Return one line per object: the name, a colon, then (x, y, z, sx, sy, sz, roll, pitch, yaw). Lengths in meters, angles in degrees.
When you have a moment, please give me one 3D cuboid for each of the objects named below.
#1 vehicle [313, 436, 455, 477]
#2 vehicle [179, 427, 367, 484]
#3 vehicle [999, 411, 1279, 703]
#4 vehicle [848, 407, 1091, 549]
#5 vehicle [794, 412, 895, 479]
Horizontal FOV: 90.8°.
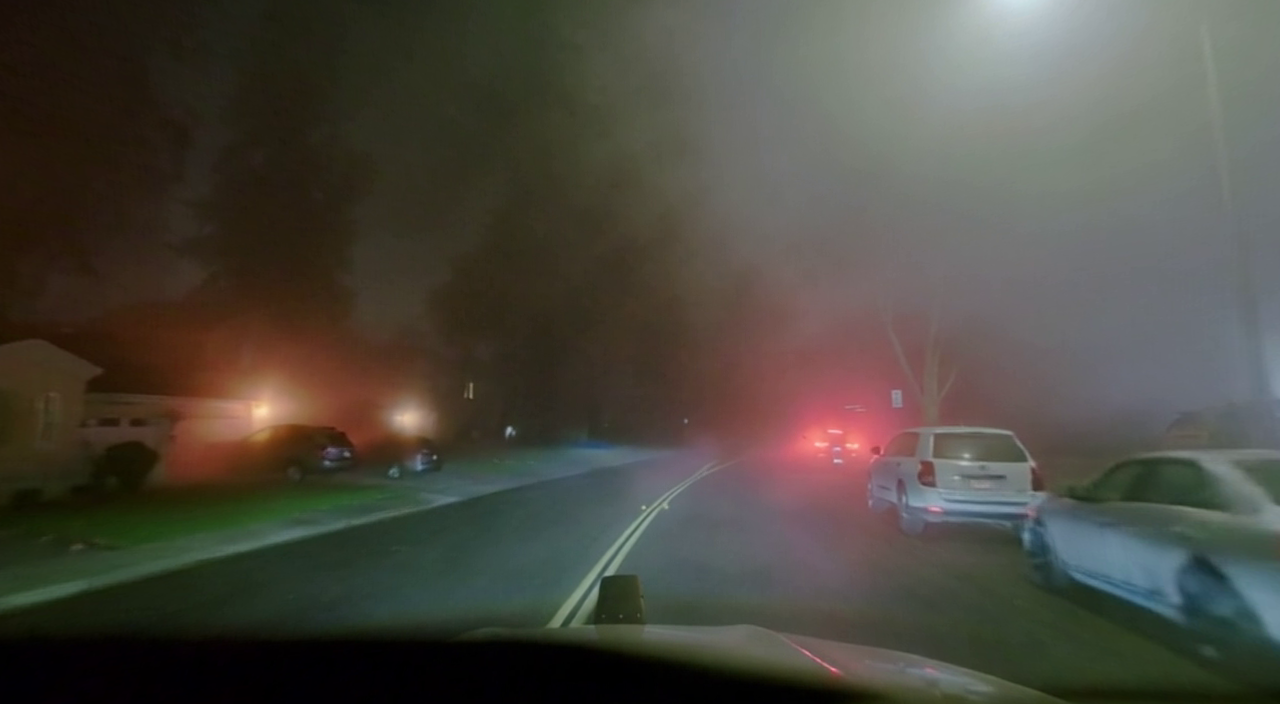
vehicle: (-9.492, 3.886, 23.583, 4.455, 1.419, 2.017, -2, -9, 9)
vehicle: (-11.188, 3.165, 19.448, 4.635, 1.594, 2.132, -2, -9, 10)
vehicle: (4.352, 1.254, 4.586, 1.806, 1.486, 3.535, -2, -9, 9)
vehicle: (5.030, 1.981, 10.598, 2.194, 1.786, 4.704, -2, -9, 10)
vehicle: (7.315, 3.461, 23.420, 2.735, 2.117, 6.103, -2, -9, 10)
